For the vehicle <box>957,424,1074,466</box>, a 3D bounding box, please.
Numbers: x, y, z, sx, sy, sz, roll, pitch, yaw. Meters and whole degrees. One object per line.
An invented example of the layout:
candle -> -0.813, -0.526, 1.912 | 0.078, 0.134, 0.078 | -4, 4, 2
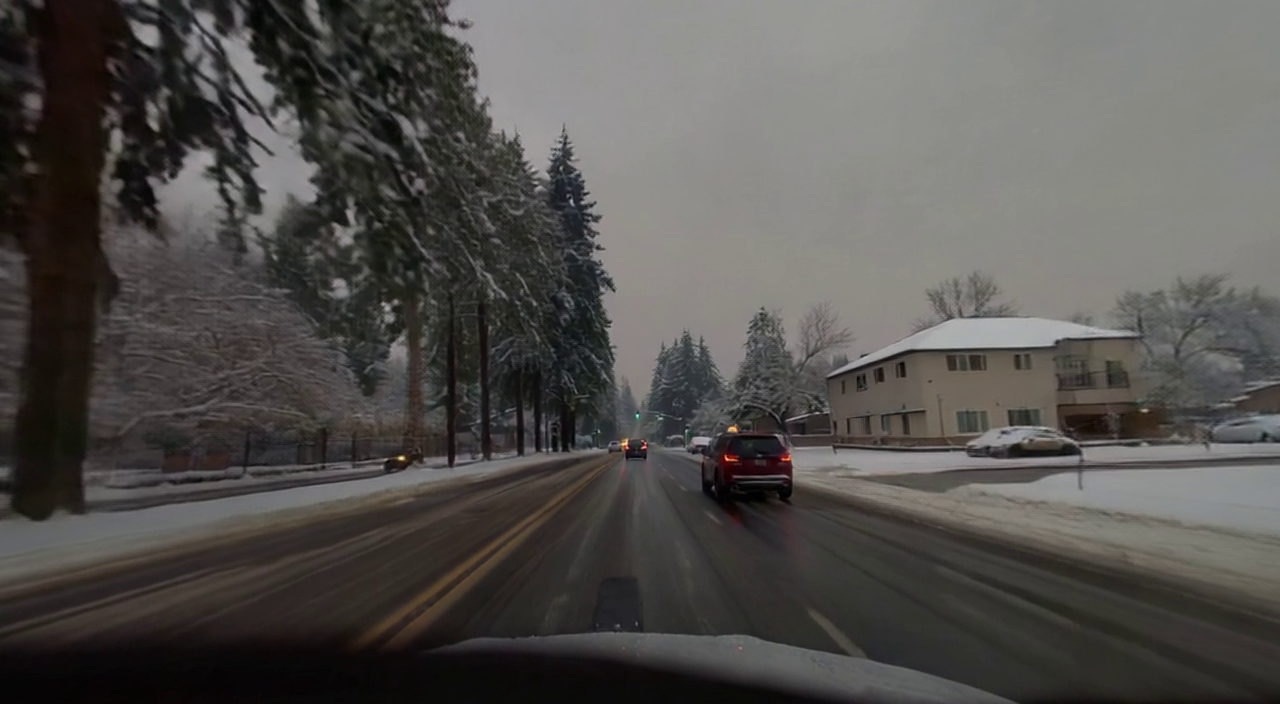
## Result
vehicle -> 17.386, 4.347, 29.508 | 2.131, 1.782, 5.183 | 0, -8, -2

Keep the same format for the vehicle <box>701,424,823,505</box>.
vehicle -> 2.743, 2.636, 15.164 | 2.022, 1.656, 4.025 | 0, -8, -1

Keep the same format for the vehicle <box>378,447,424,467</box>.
vehicle -> -18.172, 7.991, 48.049 | 1.865, 1.452, 4.504 | 0, -8, -1
